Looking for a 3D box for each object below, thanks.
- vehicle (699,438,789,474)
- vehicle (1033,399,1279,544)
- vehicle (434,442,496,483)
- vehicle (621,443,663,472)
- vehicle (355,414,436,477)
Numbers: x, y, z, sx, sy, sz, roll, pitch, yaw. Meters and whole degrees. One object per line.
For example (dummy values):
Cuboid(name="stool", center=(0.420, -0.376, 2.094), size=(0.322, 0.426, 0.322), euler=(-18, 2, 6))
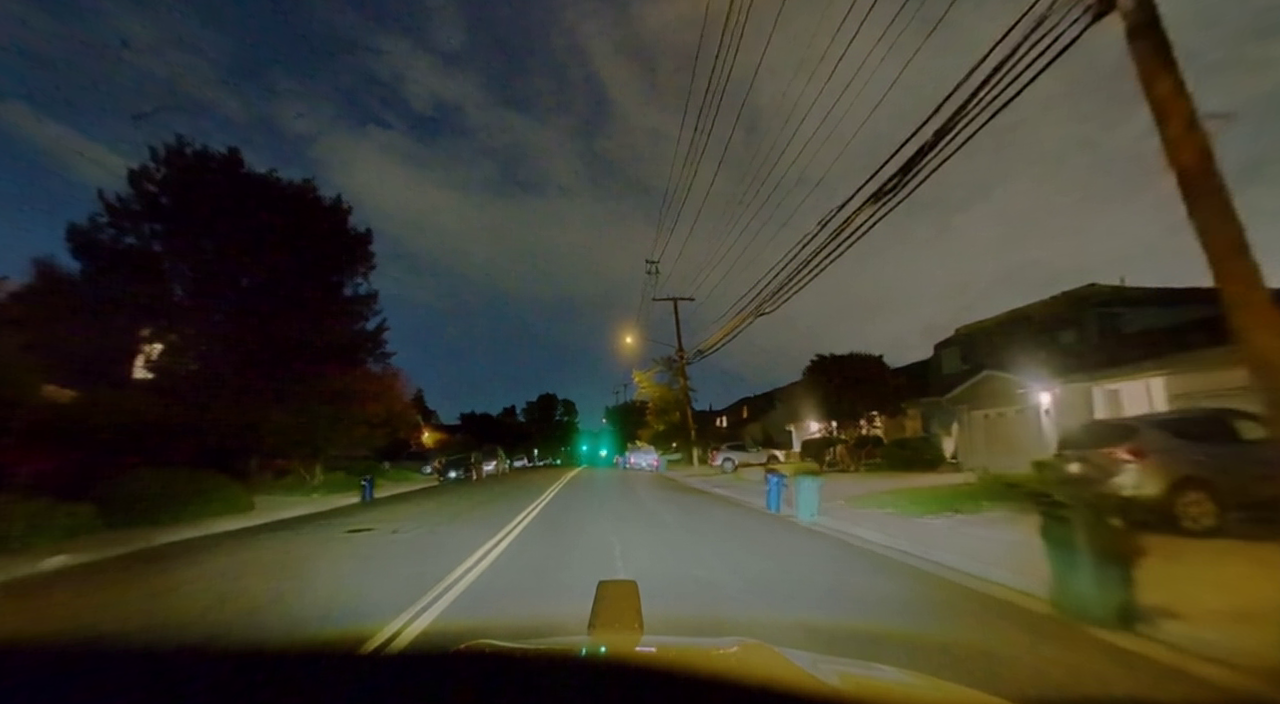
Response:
Cuboid(name="vehicle", center=(5.825, 5.903, 35.722), size=(4.489, 1.812, 2.056), euler=(0, -14, -8))
Cuboid(name="vehicle", center=(8.502, 1.632, 9.090), size=(4.337, 1.768, 1.962), euler=(-1, -9, -3))
Cuboid(name="vehicle", center=(-8.512, 5.500, 31.110), size=(2.046, 1.777, 4.473), euler=(-2, -12, -4))
Cuboid(name="vehicle", center=(0.042, 7.461, 44.850), size=(2.203, 1.952, 5.111), euler=(2, -9, -9))
Cuboid(name="vehicle", center=(-13.826, 5.407, 36.484), size=(2.781, 3.221, 7.995), euler=(2, -9, -10))
